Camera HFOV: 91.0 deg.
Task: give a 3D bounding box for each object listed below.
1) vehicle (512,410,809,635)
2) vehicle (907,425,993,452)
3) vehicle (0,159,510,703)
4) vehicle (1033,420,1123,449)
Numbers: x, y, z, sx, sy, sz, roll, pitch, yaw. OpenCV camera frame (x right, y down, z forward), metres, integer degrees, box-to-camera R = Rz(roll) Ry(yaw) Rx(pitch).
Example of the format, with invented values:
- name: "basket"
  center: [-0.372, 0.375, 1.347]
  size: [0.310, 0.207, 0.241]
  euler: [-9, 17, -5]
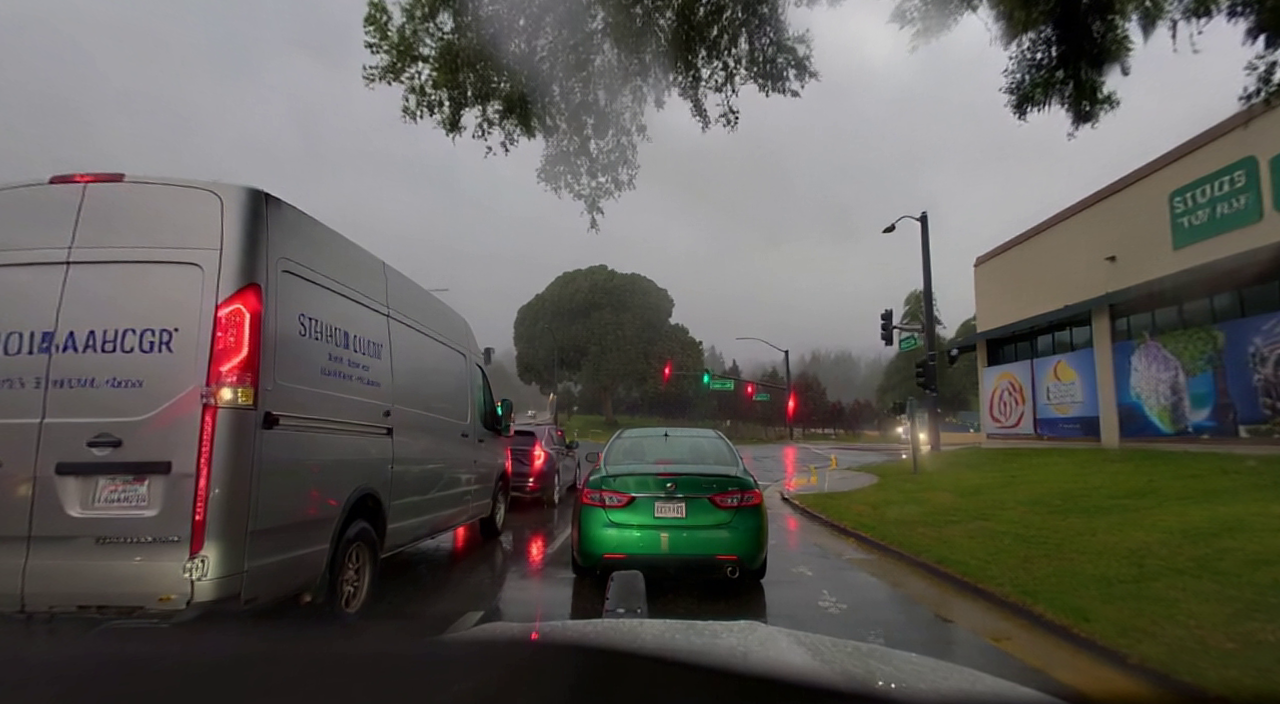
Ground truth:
- name: "vehicle"
  center: [0.305, 1.686, 7.306]
  size: [2.398, 1.773, 4.254]
  euler: [-1, -8, 4]
- name: "vehicle"
  center: [21.929, 6.127, 44.592]
  size: [5.021, 1.848, 2.210]
  euler: [1, -9, -9]
- name: "vehicle"
  center: [-3.143, 0.926, 5.851]
  size: [2.555, 3.035, 5.702]
  euler: [0, -8, 1]
- name: "vehicle"
  center: [32.077, 6.079, 46.146]
  size: [5.084, 2.041, 2.360]
  euler: [2, -9, -10]
